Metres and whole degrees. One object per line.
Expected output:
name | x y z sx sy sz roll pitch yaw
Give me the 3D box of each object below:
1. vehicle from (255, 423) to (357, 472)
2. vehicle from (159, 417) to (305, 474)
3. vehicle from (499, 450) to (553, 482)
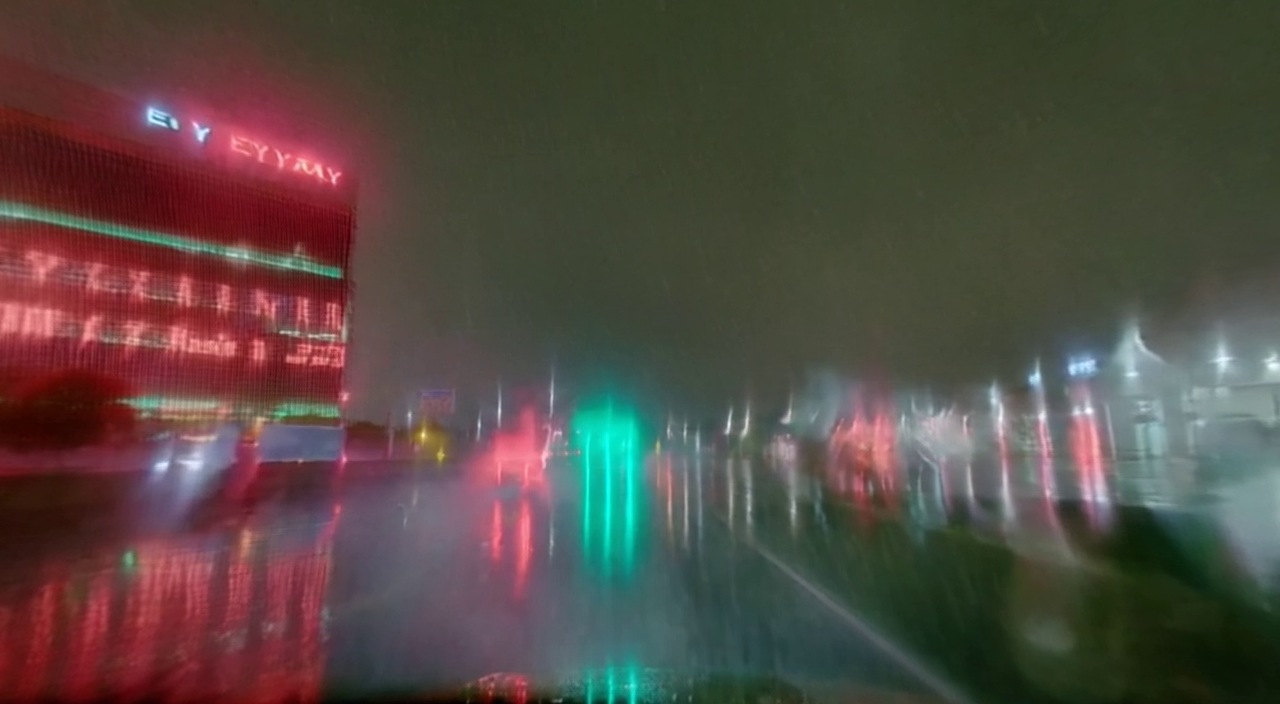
vehicle | -24.821 7.192 47.605 2.785 3.272 9.199 0 -9 -1
vehicle | -24.619 5.792 38.934 2.960 3.052 9.368 0 -9 -2
vehicle | -5.783 5.806 32.508 1.943 1.510 4.201 0 -9 0
